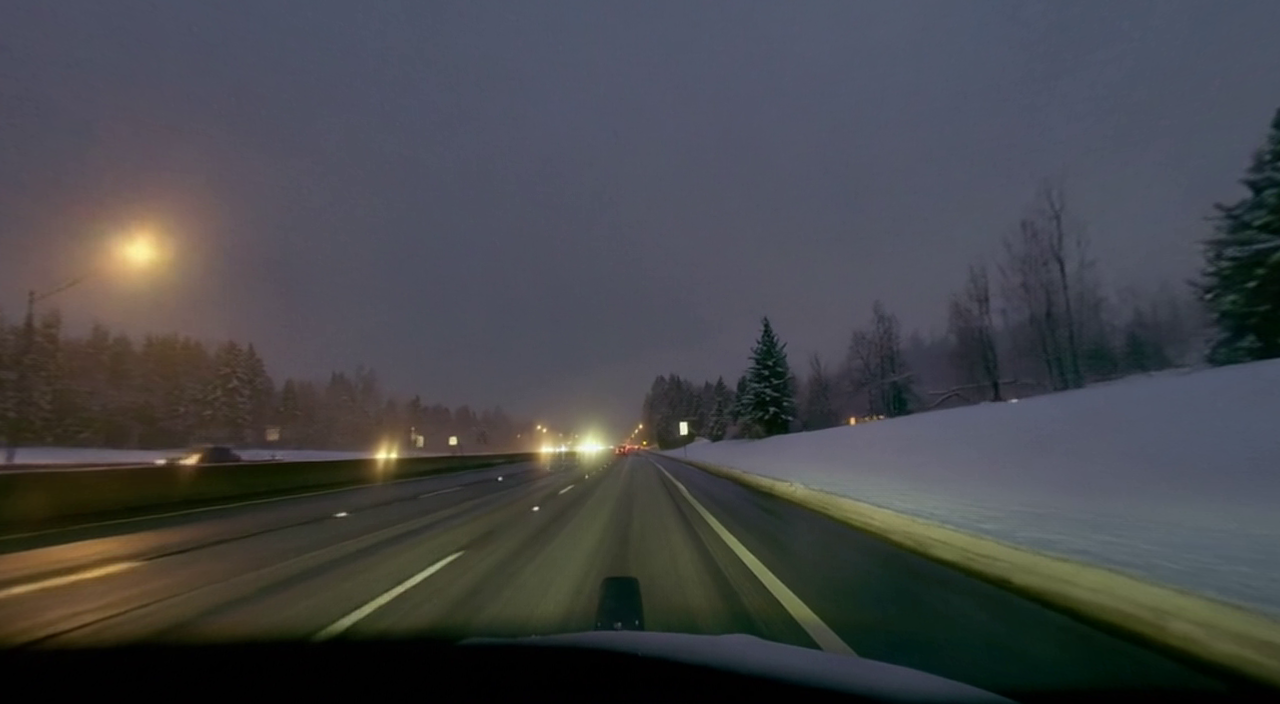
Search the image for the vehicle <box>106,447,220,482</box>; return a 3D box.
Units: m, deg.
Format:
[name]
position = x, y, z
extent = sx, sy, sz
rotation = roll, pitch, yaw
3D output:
[vehicle]
position = -23.684, 5.564, 31.510
extent = 2.141, 1.573, 4.492
rotation = 0, -9, 0
